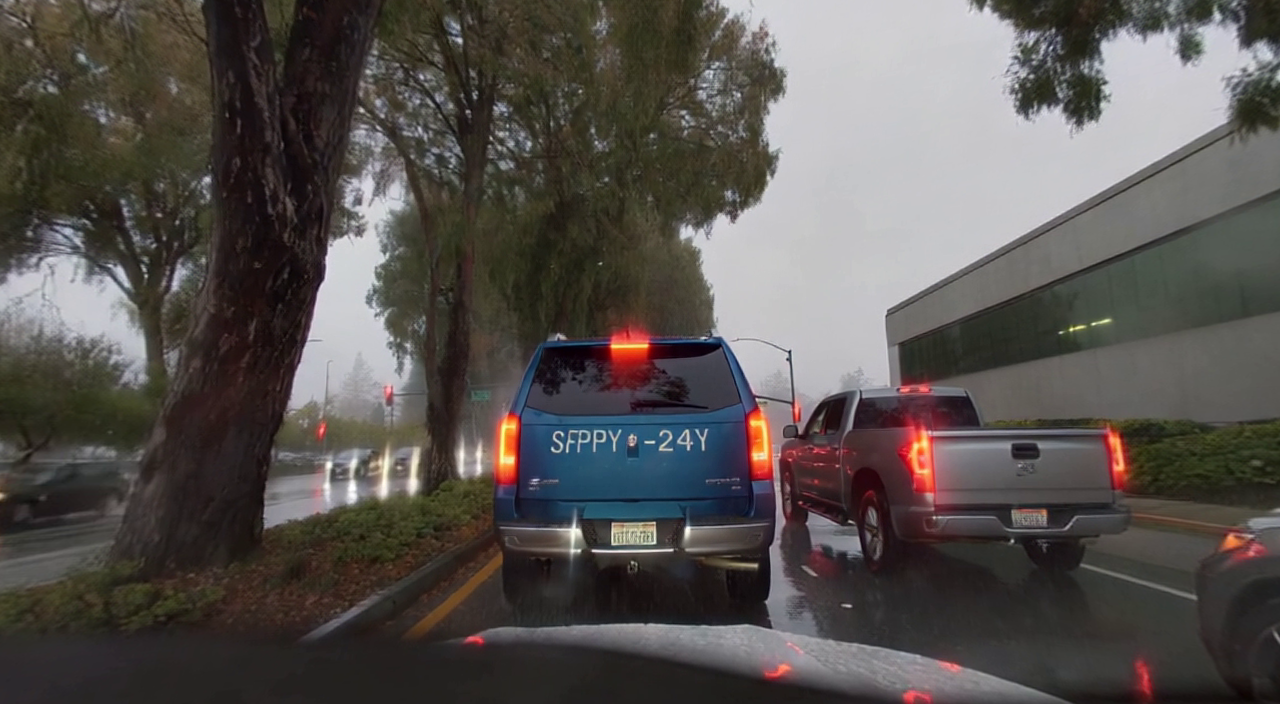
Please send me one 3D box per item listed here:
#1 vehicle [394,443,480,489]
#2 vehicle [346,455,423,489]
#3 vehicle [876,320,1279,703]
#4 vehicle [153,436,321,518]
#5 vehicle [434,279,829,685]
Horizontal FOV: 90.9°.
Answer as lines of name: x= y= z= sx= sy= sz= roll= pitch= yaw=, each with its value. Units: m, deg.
vehicle: x=-9.033 y=5.078 z=28.622 sx=2.128 sy=1.868 sz=4.863 roll=0 pitch=-8 yaw=2
vehicle: x=-15.492 y=7.277 z=38.702 sx=2.214 sy=1.815 sz=5.613 roll=0 pitch=-8 yaw=2
vehicle: x=3.074 y=0.987 z=3.465 sx=2.022 sy=1.700 sz=4.410 roll=0 pitch=-8 yaw=3
vehicle: x=-15.998 y=4.932 z=25.714 sx=2.741 sy=2.730 sz=6.221 roll=-3 pitch=-8 yaw=0
vehicle: x=0.011 y=1.043 z=5.948 sx=2.267 sy=2.372 sz=4.366 roll=0 pitch=-8 yaw=2
